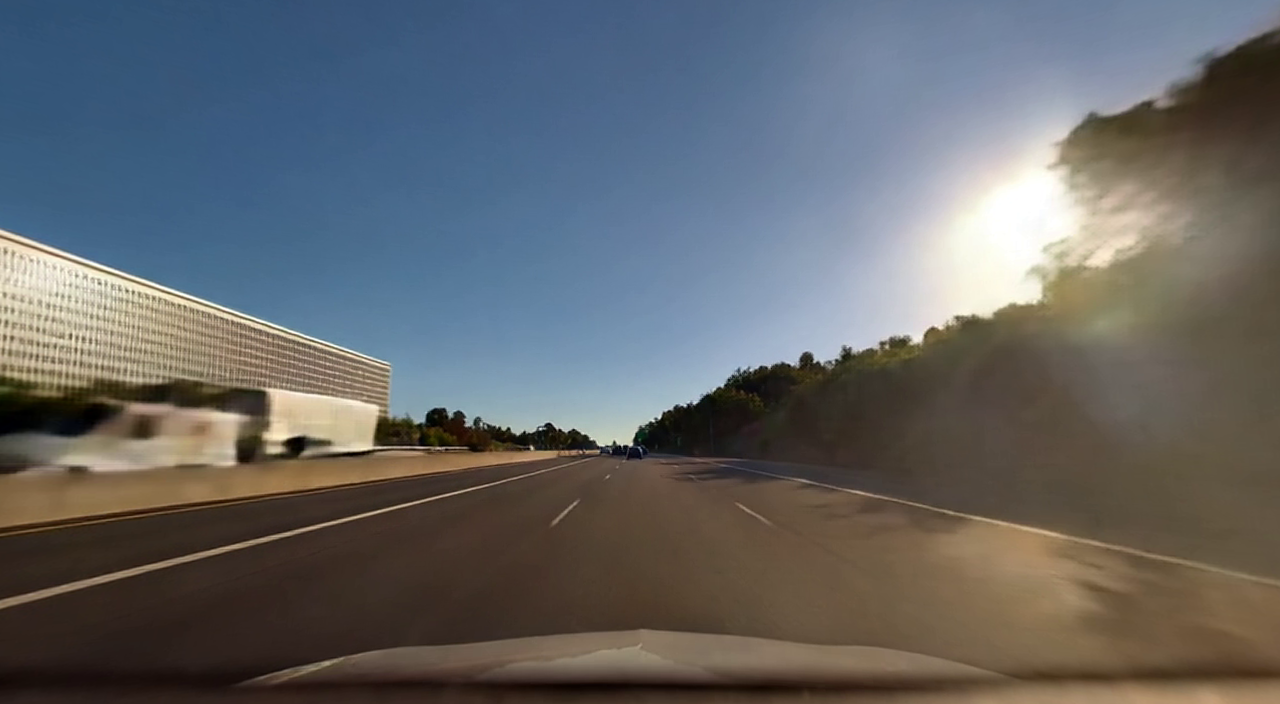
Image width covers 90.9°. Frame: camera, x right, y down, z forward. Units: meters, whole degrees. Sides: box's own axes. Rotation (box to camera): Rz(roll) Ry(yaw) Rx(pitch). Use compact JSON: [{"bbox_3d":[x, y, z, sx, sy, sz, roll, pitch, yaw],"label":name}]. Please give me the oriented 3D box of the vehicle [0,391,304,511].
[{"bbox_3d":[-11.386,2.408,15.504,2.400,2.294,6.797,0,-9,1],"label":"vehicle"}]
